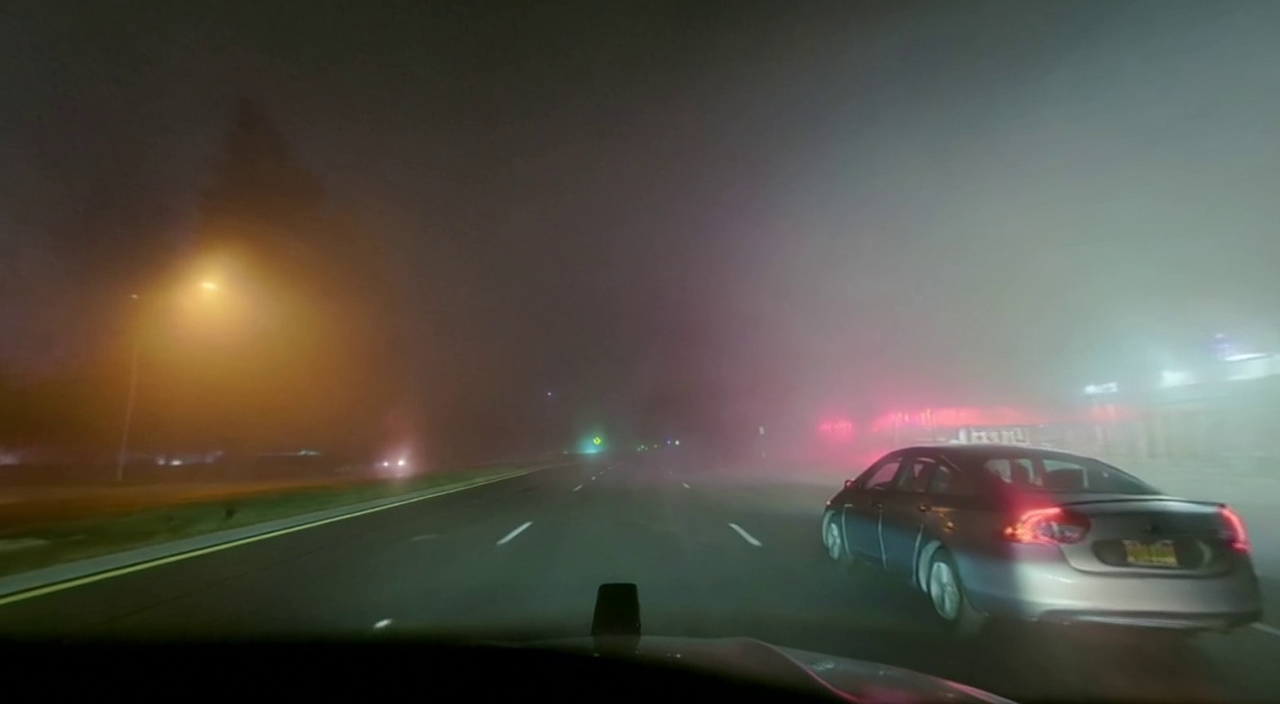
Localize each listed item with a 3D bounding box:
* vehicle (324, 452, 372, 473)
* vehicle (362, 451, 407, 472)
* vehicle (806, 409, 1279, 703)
[{"bbox_3d":[-22.617,8.582,49.077,1.745,1.476,4.123,-1,-8,-1],"label":"vehicle"},{"bbox_3d":[-19.385,8.292,48.042,1.761,1.488,3.822,-1,-8,0],"label":"vehicle"},{"bbox_3d":[3.075,1.360,5.417,2.004,1.470,4.544,0,-8,-1],"label":"vehicle"}]
